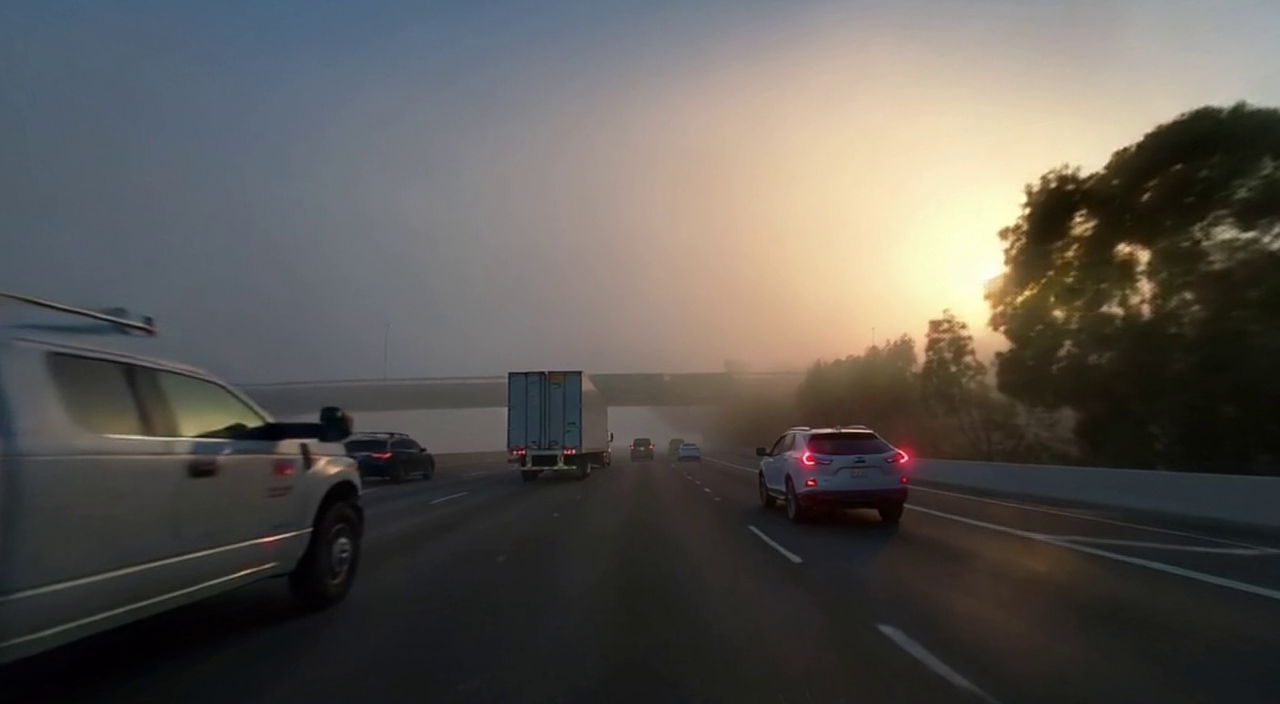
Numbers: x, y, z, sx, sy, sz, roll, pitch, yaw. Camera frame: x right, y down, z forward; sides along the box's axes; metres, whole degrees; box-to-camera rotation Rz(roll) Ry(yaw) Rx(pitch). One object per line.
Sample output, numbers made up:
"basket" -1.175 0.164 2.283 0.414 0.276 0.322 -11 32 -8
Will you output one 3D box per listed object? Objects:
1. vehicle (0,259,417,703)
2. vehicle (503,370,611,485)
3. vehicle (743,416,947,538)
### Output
"vehicle" -3.590 0.796 2.929 2.645 2.023 6.491 0 -8 1
"vehicle" -3.328 3.816 30.445 2.869 4.108 15.564 0 -8 1
"vehicle" 3.194 2.048 10.935 2.028 1.658 4.334 0 -8 -1
